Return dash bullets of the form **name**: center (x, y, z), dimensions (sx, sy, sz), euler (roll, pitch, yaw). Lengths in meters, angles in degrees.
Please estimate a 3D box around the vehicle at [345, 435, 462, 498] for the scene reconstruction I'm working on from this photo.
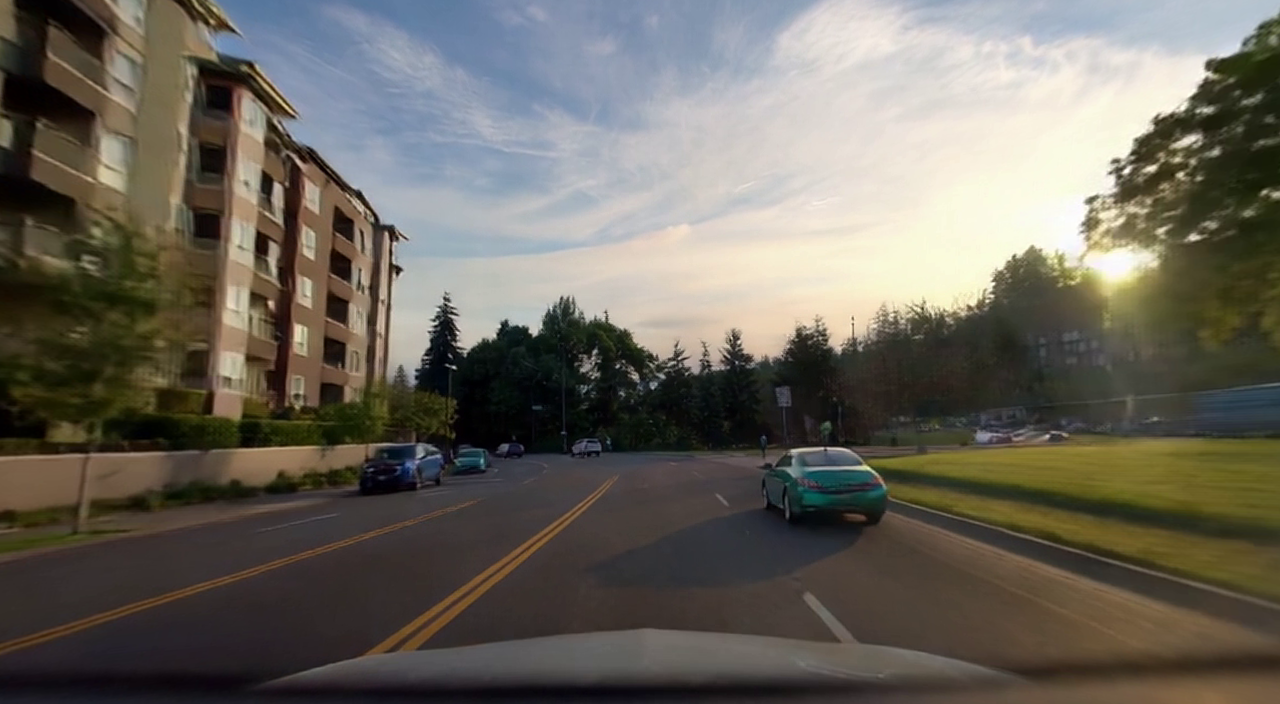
- **vehicle**: center (-8.640, 4.202, 23.586), dimensions (2.347, 1.846, 4.915), euler (-6, -9, 1)

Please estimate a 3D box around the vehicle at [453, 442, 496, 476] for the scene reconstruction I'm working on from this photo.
- **vehicle**: center (-9.237, 5.936, 35.386), dimensions (1.994, 1.697, 4.436), euler (1, -8, -11)

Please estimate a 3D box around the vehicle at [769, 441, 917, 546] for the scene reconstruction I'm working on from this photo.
- **vehicle**: center (2.928, 2.071, 9.576), dimensions (1.559, 1.351, 2.452), euler (-1, -10, 4)
